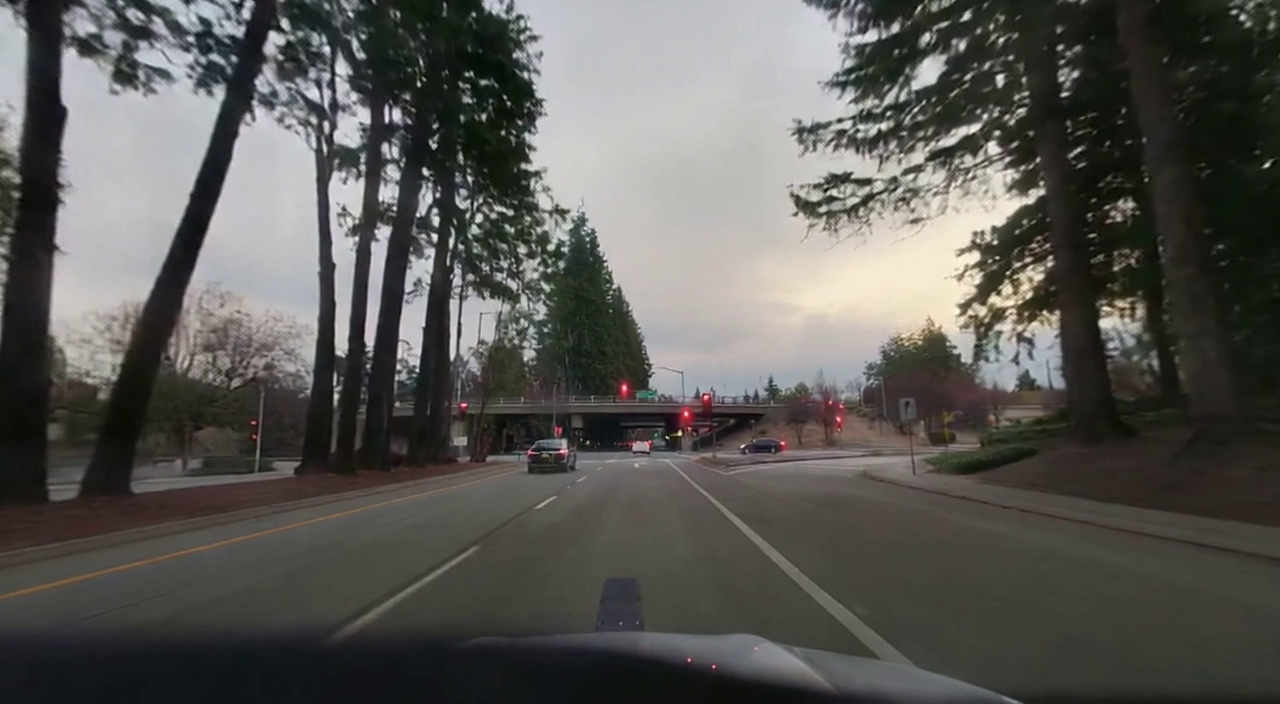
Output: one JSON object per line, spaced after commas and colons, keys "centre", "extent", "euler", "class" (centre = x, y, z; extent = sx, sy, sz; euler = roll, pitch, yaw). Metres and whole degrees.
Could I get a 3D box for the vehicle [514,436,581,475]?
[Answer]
{"centre": [-3.750, 4.289, 26.324], "extent": [2.082, 1.472, 4.310], "euler": [0, -8, 1], "class": "vehicle"}
